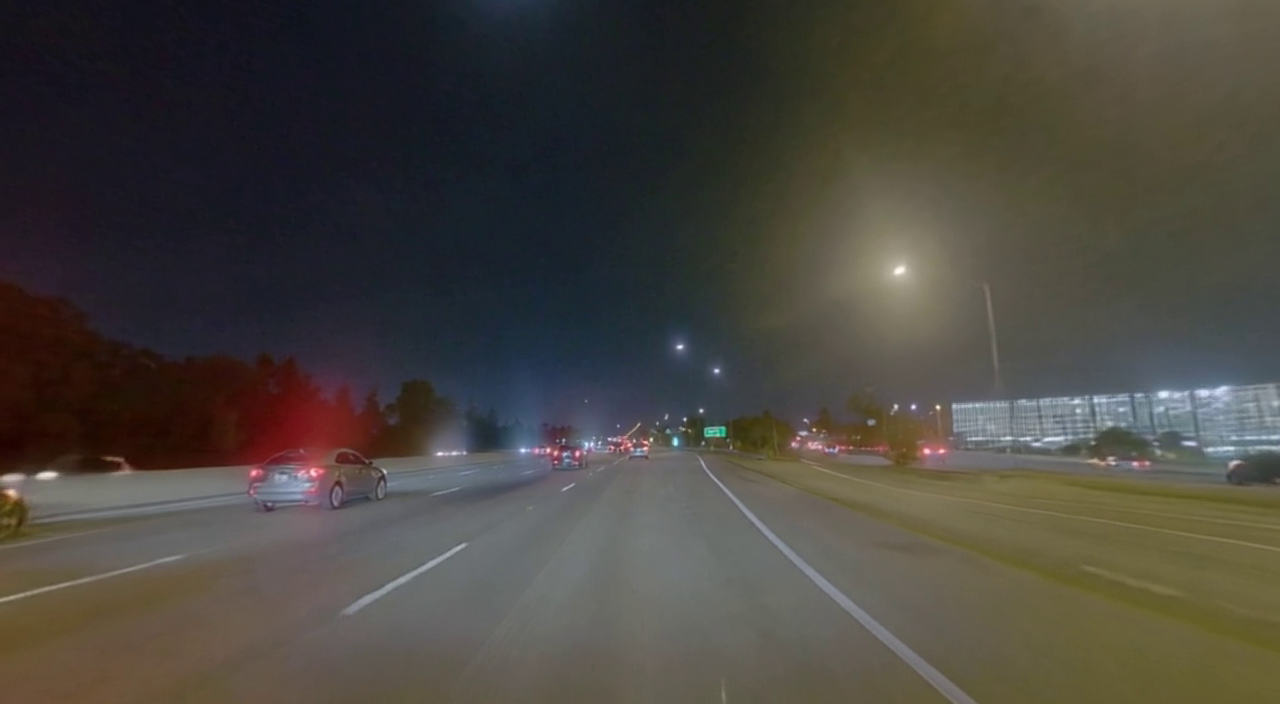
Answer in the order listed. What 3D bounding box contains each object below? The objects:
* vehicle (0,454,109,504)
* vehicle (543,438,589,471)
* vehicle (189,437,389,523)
[{"bbox_3d":[-24.193,4.967,25.030,1.971,1.724,4.694,-1,-8,1],"label":"vehicle"},{"bbox_3d":[-4.220,5.925,36.549,2.158,1.717,4.375,-1,-8,0],"label":"vehicle"},{"bbox_3d":[-7.911,2.887,14.864,2.071,1.661,4.540,-1,-8,0],"label":"vehicle"}]
